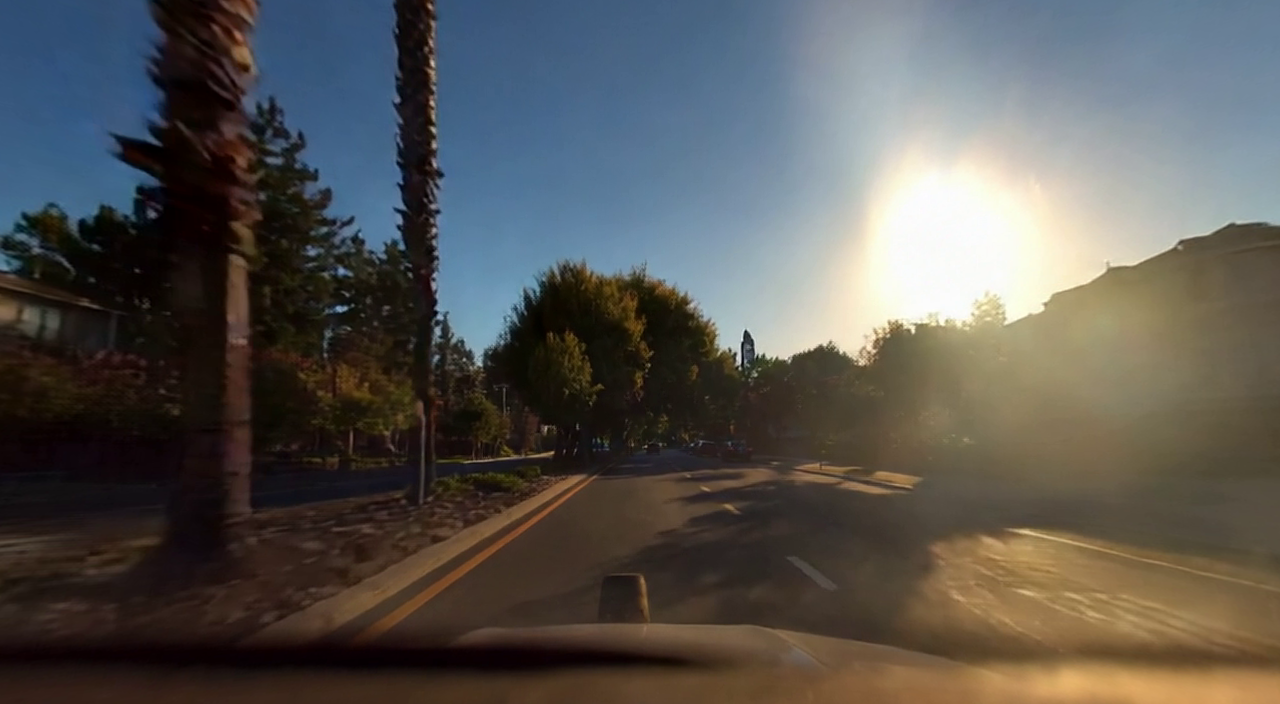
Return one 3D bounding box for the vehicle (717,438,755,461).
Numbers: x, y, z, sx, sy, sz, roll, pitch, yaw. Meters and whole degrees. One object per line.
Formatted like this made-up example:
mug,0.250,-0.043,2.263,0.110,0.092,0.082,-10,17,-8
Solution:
vehicle,7.200,7.403,47.776,2.126,1.639,4.539,0,-8,-1
